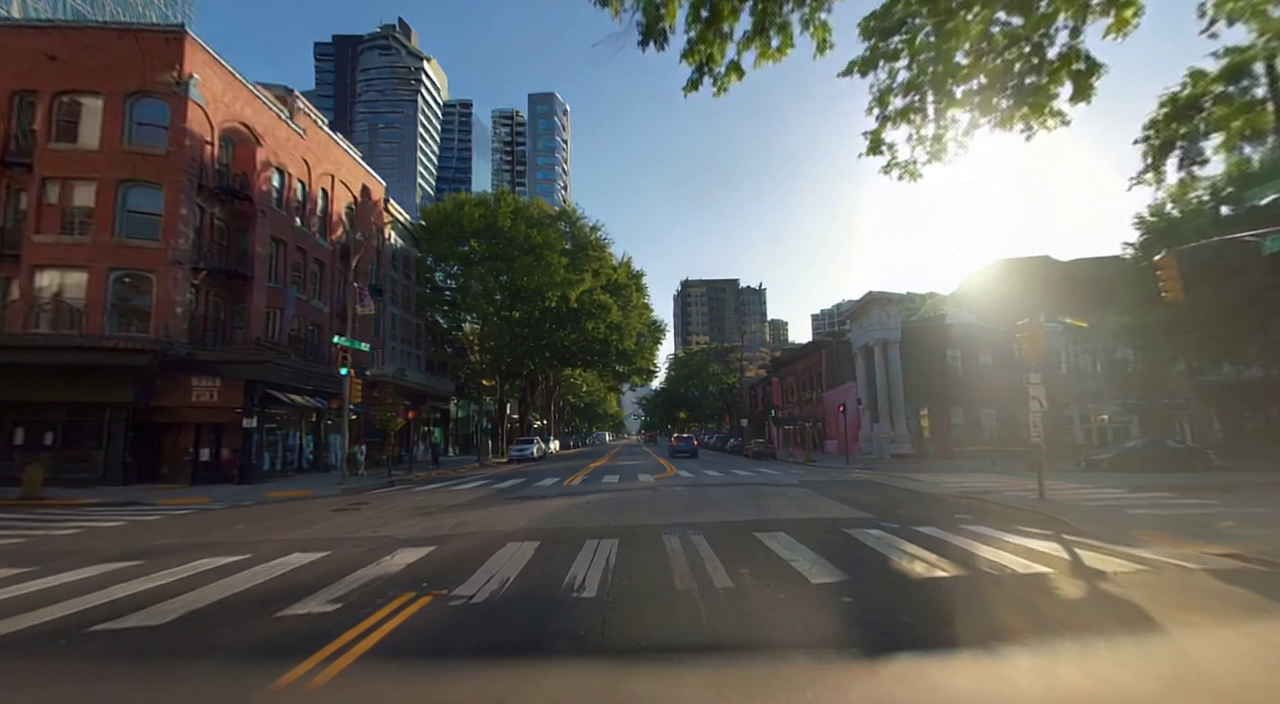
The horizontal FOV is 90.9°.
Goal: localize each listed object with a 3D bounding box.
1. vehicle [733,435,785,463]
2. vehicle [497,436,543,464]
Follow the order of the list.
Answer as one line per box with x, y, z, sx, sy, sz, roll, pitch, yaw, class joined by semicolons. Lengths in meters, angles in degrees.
6.937;5.711;37.259;1.997;1.510;4.455;1;-8;-2;vehicle
-7.249;5.933;38.400;2.127;1.533;4.547;-1;-8;-3;vehicle
